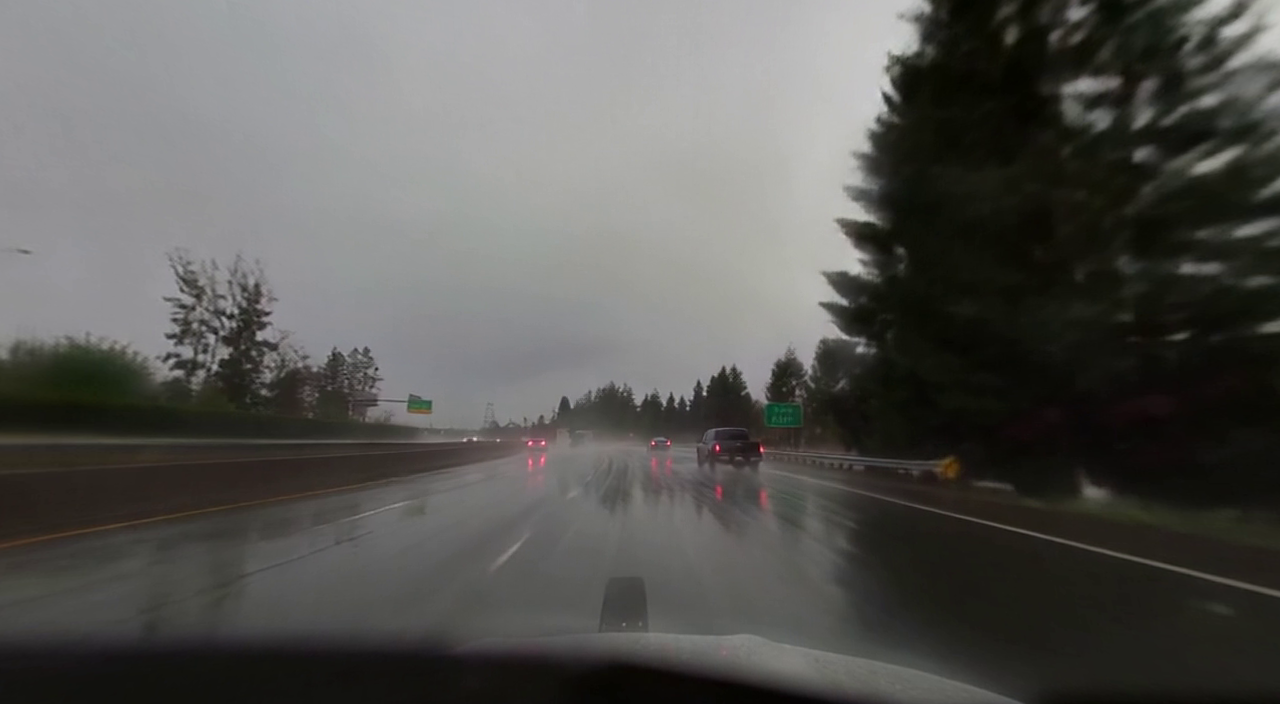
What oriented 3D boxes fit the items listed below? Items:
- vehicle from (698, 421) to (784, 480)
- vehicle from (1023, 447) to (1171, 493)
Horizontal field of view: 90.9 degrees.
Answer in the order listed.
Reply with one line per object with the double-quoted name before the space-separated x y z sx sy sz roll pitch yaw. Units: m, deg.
"vehicle" 3.297 3.342 21.609 2.043 1.795 4.347 0 -8 -2
"vehicle" 18.011 4.628 25.248 2.033 1.580 4.752 1 -8 -6
